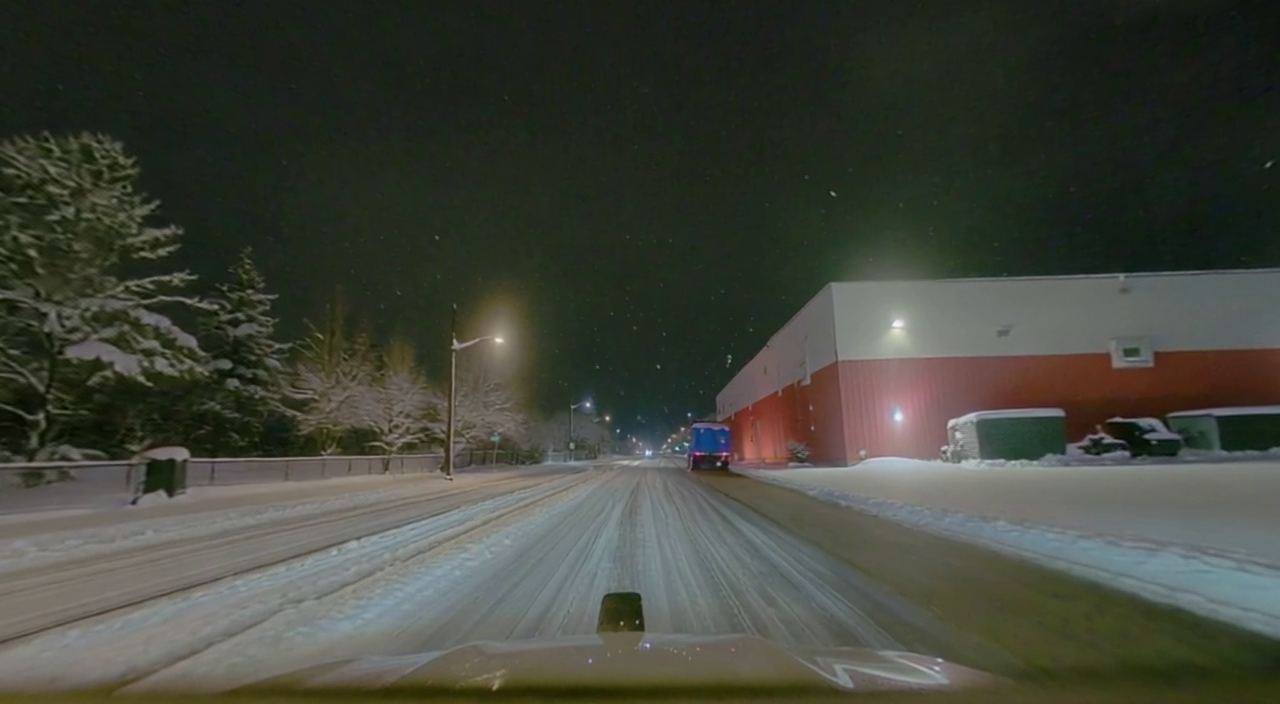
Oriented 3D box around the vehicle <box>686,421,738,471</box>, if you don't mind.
[{"bbox_3d":[4.977,6.677,44.900,3.019,3.303,6.252,0,-8,1],"label":"vehicle"}]
